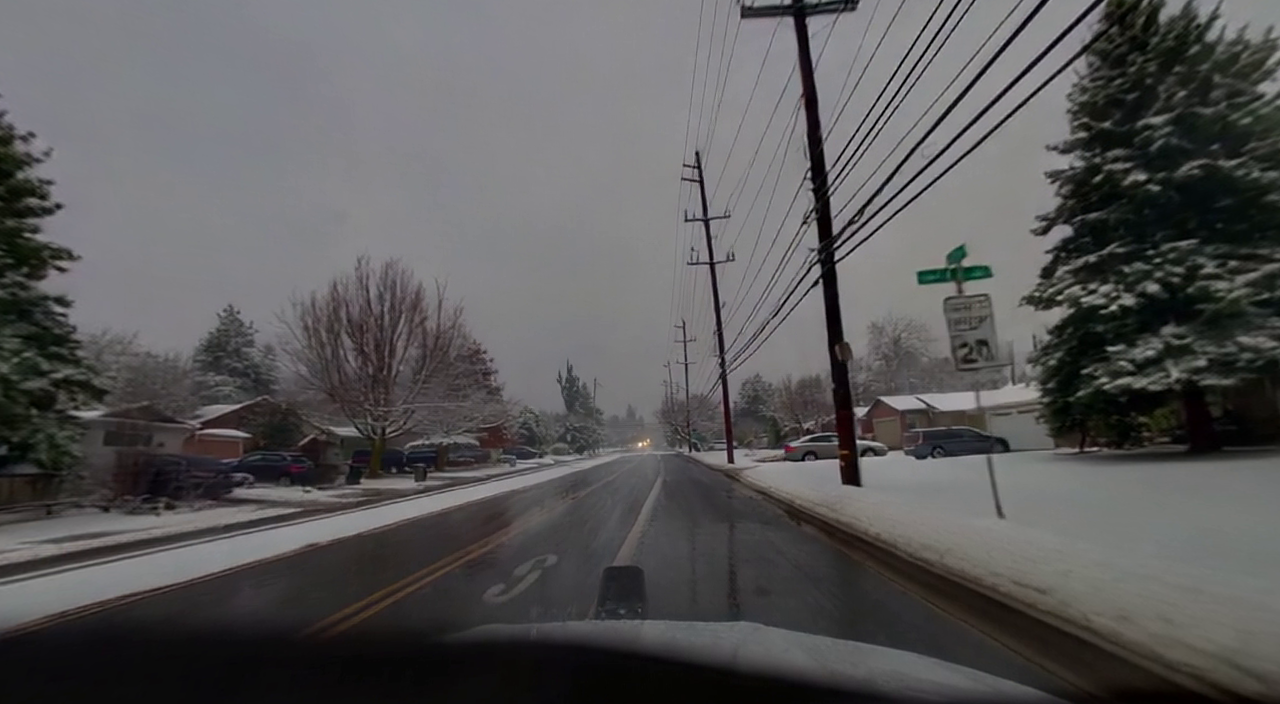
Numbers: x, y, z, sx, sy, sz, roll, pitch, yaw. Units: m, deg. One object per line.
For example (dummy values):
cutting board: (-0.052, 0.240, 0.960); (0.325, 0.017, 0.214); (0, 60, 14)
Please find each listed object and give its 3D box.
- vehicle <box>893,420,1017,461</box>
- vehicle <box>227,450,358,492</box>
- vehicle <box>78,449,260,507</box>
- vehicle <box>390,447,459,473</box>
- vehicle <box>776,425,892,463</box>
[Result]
vehicle: (13.018, 3.709, 26.326); (4.122, 1.610, 1.888); (-1, -8, 2)
vehicle: (-14.224, 4.875, 26.004); (4.260, 1.588, 1.927); (-1, -8, 5)
vehicle: (-15.090, 4.011, 20.376); (4.500, 1.714, 1.924); (-1, -8, 7)
vehicle: (-15.291, 7.689, 44.898); (4.265, 1.583, 1.913); (-5, -9, 13)
vehicle: (9.343, 4.476, 30.784); (4.952, 1.775, 2.089); (0, -8, 0)
